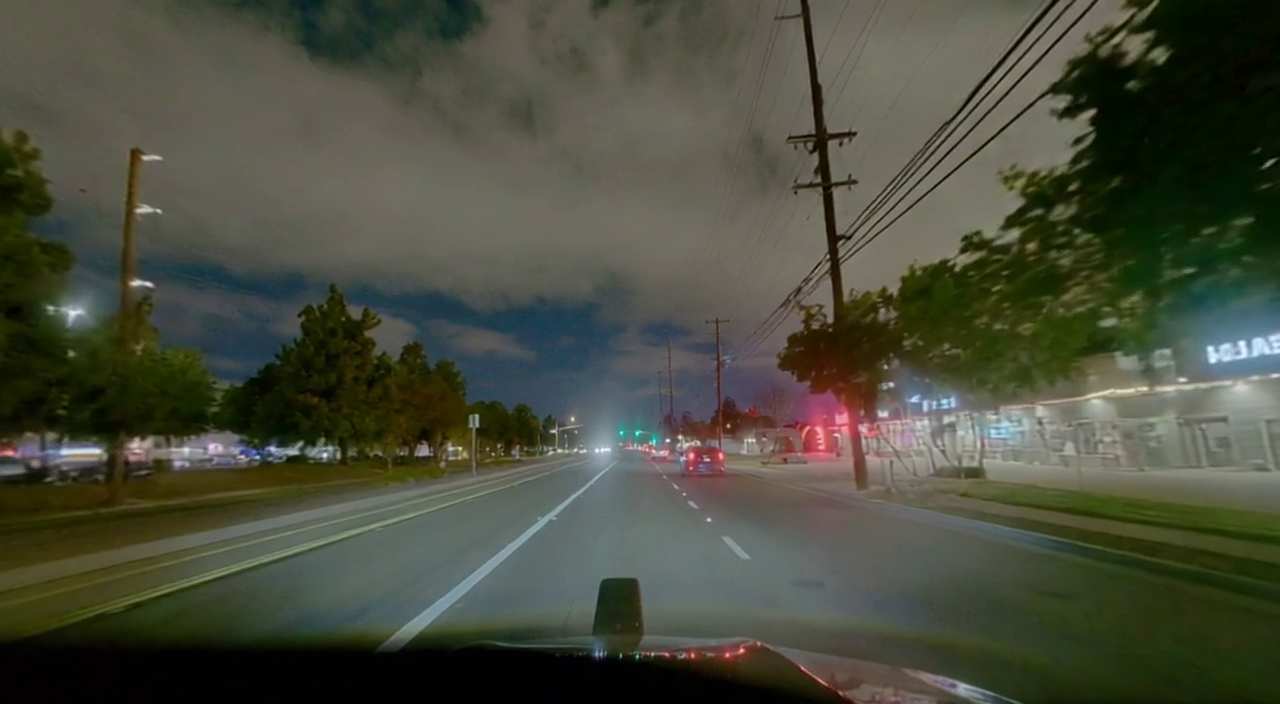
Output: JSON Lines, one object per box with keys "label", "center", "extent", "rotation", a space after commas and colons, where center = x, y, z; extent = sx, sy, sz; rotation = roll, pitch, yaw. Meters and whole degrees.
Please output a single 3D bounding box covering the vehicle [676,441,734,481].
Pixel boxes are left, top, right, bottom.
{"label": "vehicle", "center": [2.620, 4.480, 26.183], "extent": [1.975, 1.497, 3.647], "rotation": [0, -9, -1]}
